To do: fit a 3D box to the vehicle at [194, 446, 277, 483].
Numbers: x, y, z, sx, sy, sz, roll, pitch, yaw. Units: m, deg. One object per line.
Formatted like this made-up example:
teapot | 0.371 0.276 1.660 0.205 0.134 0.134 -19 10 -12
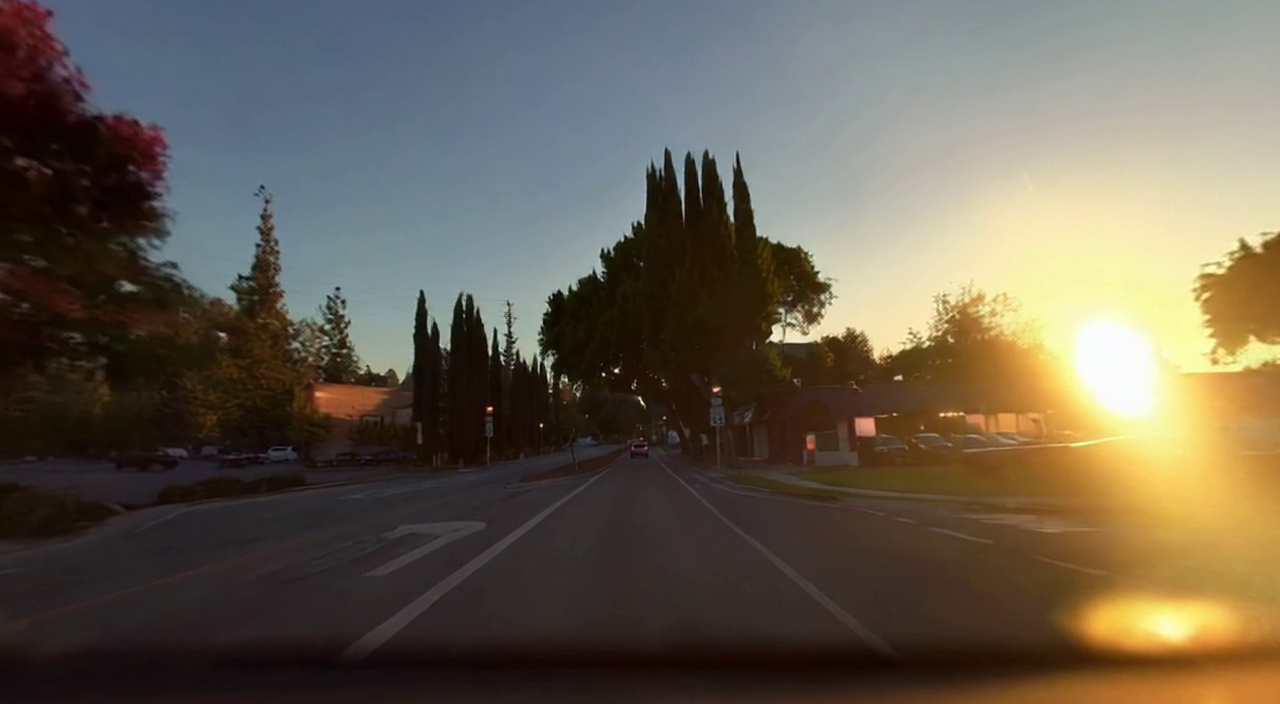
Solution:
vehicle | -17.489 4.843 27.541 2.061 1.475 4.357 3 -9 -20
